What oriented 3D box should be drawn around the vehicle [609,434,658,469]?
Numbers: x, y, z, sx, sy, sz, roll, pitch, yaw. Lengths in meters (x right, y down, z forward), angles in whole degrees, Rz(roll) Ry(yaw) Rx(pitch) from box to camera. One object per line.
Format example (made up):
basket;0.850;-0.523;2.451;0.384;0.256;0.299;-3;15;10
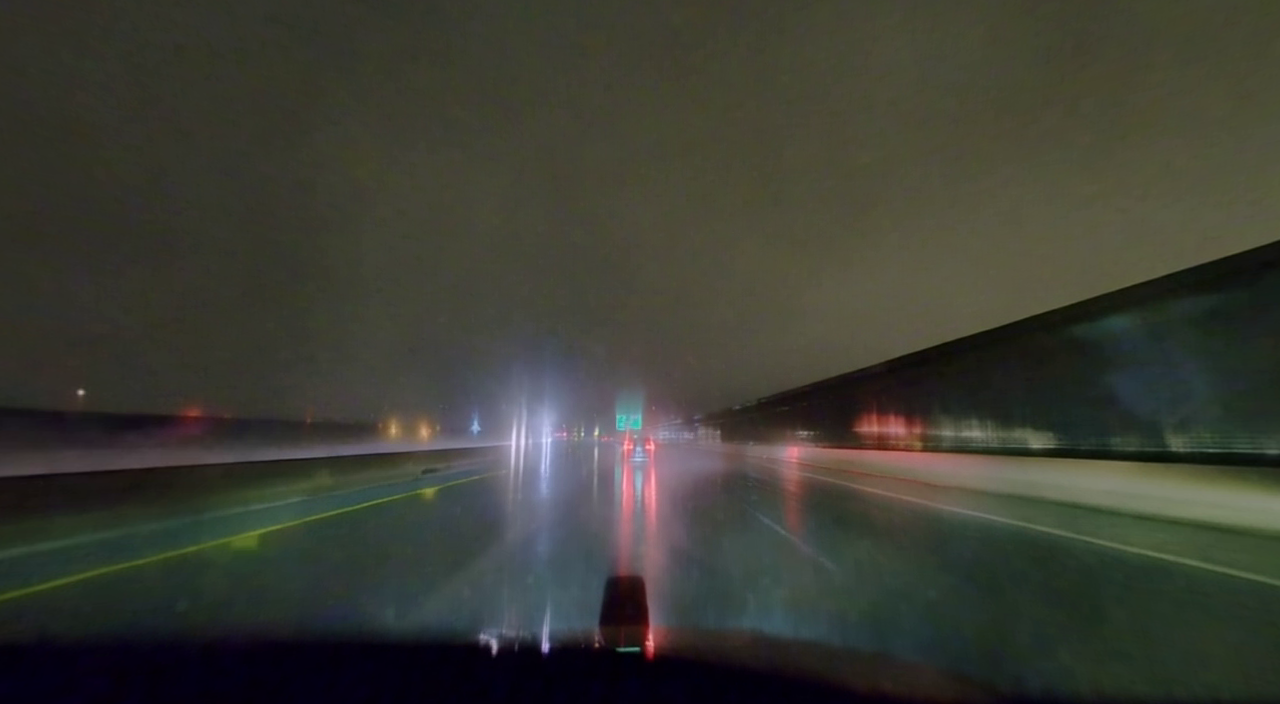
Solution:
vehicle;-0.287;4.718;29.954;2.130;1.512;4.057;0;-8;0
